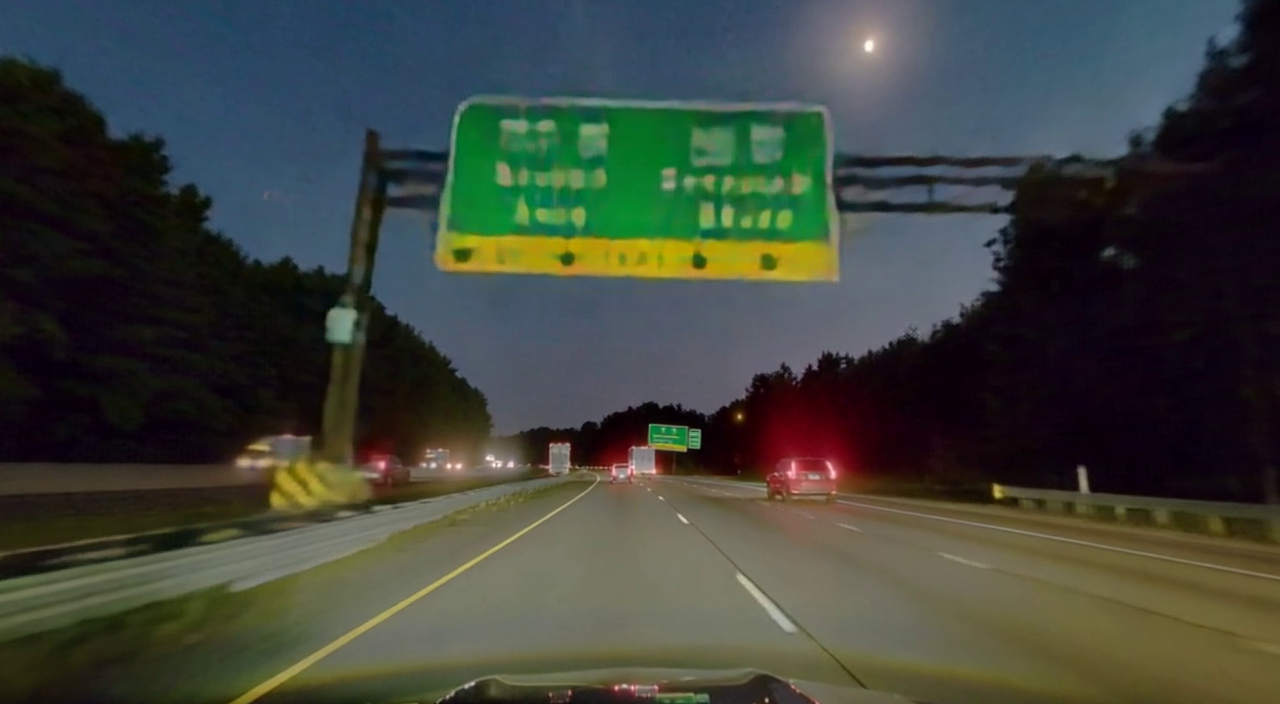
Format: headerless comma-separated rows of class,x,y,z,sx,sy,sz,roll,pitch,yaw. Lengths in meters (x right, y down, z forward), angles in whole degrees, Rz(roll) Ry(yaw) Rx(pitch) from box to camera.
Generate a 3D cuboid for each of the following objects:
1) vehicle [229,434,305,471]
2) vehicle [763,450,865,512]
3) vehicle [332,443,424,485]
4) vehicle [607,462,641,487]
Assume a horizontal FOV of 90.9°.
vehicle,-28.923,7.906,49.134,2.260,2.650,6.057,1,-10,-2
vehicle,5.599,4.238,21.016,1.998,1.776,4.663,1,-10,-1
vehicle,-11.418,4.970,27.874,1.952,1.618,4.859,1,-10,0
vehicle,-1.037,7.795,40.069,1.987,1.467,3.903,1,-10,-2
